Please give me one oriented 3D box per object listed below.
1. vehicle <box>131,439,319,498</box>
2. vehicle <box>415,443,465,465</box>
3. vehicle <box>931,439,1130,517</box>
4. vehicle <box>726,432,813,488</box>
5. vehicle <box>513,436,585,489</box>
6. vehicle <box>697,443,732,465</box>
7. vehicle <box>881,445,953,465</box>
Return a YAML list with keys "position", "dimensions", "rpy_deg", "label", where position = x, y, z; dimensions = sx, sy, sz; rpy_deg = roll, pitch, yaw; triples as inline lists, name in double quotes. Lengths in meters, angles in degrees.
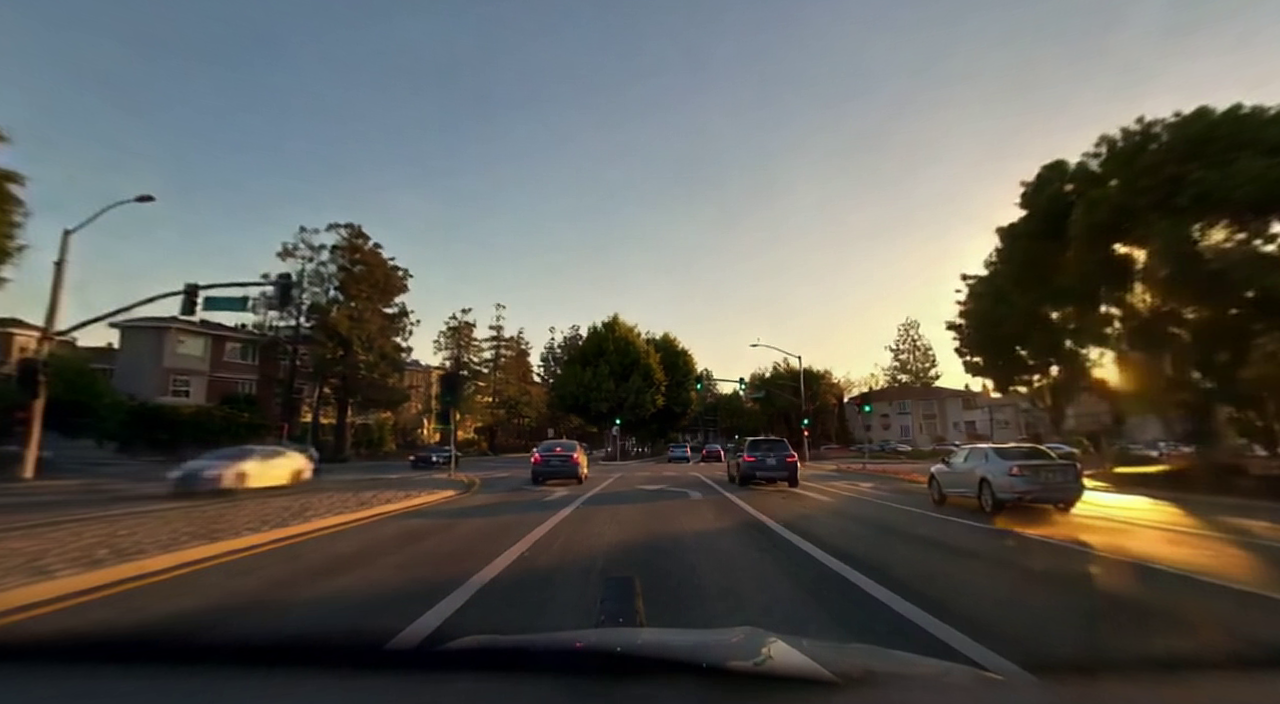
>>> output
- position: [-11.681, 3.283, 18.284]
  dimensions: [2.261, 1.477, 4.490]
  rpy_deg: [0, -9, 2]
  label: "vehicle"
- position: [-13.992, 7.148, 44.376]
  dimensions: [1.794, 1.440, 4.351]
  rpy_deg: [-1, -9, 4]
  label: "vehicle"
- position: [8.550, 2.766, 14.365]
  dimensions: [1.949, 1.492, 4.103]
  rpy_deg: [0, -9, 1]
  label: "vehicle"
- position: [4.537, 3.865, 22.900]
  dimensions: [2.209, 1.813, 4.724]
  rpy_deg: [0, -8, 1]
  label: "vehicle"
- position: [-3.332, 4.144, 24.103]
  dimensions: [2.258, 1.812, 4.650]
  rpy_deg: [0, -9, -2]
  label: "vehicle"
- position: [5.178, 7.140, 44.466]
  dimensions: [2.064, 1.474, 4.389]
  rpy_deg: [0, -9, 2]
  label: "vehicle"
- position: [21.225, 7.902, 48.485]
  dimensions: [4.816, 1.443, 1.949]
  rpy_deg: [3, -9, -16]
  label: "vehicle"
